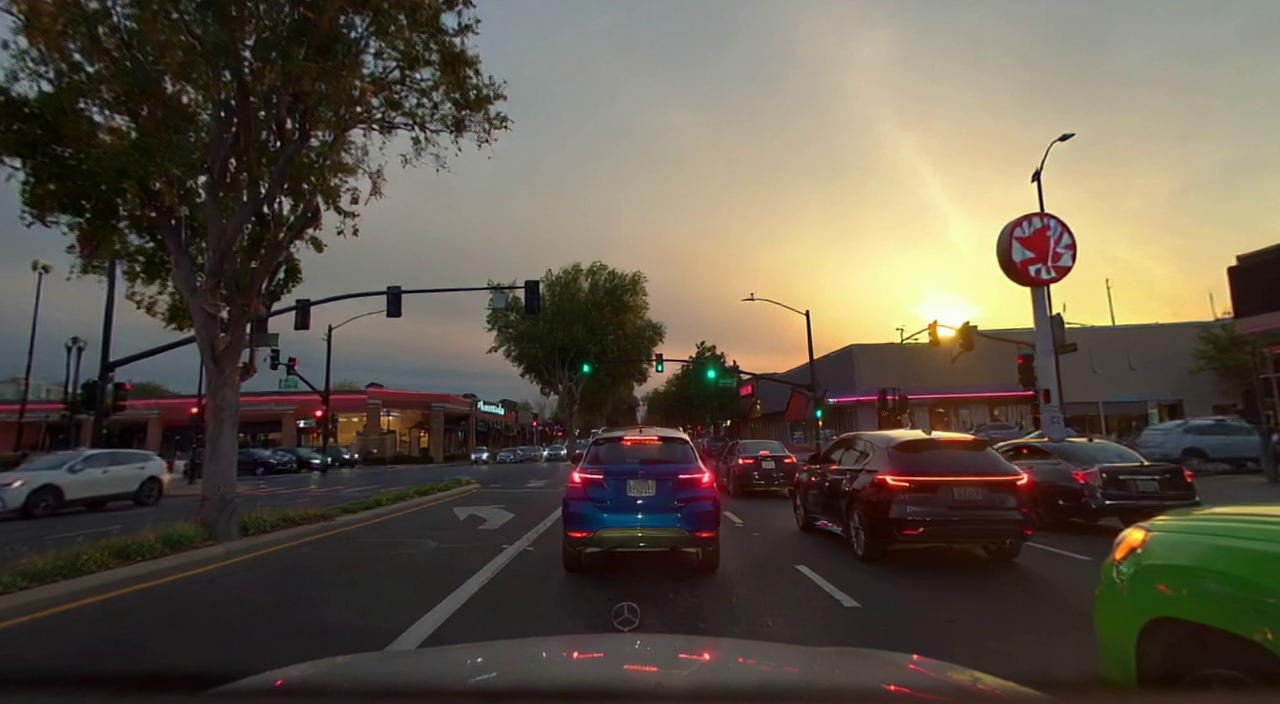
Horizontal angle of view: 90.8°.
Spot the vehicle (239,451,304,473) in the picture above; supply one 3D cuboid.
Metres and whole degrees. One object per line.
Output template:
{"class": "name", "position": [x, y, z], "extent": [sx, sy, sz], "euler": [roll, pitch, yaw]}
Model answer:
{"class": "vehicle", "position": [-28.597, 8.528, 49.176], "extent": [4.205, 1.541, 1.780], "euler": [4, -10, -28]}

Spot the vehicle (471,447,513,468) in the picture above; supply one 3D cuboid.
{"class": "vehicle", "position": [-11.260, 8.002, 48.244], "extent": [2.099, 1.478, 4.411], "euler": [0, -9, 0]}

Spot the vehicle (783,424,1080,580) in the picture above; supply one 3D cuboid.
{"class": "vehicle", "position": [3.324, 1.782, 8.308], "extent": [1.865, 1.496, 4.170], "euler": [0, -9, 0]}

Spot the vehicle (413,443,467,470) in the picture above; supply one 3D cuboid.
{"class": "vehicle", "position": [-15.083, 7.895, 48.046], "extent": [2.395, 1.903, 4.860], "euler": [-1, -9, 1]}

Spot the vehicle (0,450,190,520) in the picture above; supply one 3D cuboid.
{"class": "vehicle", "position": [-15.390, 3.529, 17.385], "extent": [2.269, 1.604, 4.265], "euler": [-3, -9, 17]}

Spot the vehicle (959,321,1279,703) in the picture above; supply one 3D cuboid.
{"class": "vehicle", "position": [2.979, 0.689, 1.575], "extent": [2.075, 1.661, 4.401], "euler": [0, -9, 1]}

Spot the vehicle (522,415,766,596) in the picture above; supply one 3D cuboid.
{"class": "vehicle", "position": [0.012, 1.639, 7.533], "extent": [2.154, 1.577, 3.723], "euler": [0, -9, -1]}
